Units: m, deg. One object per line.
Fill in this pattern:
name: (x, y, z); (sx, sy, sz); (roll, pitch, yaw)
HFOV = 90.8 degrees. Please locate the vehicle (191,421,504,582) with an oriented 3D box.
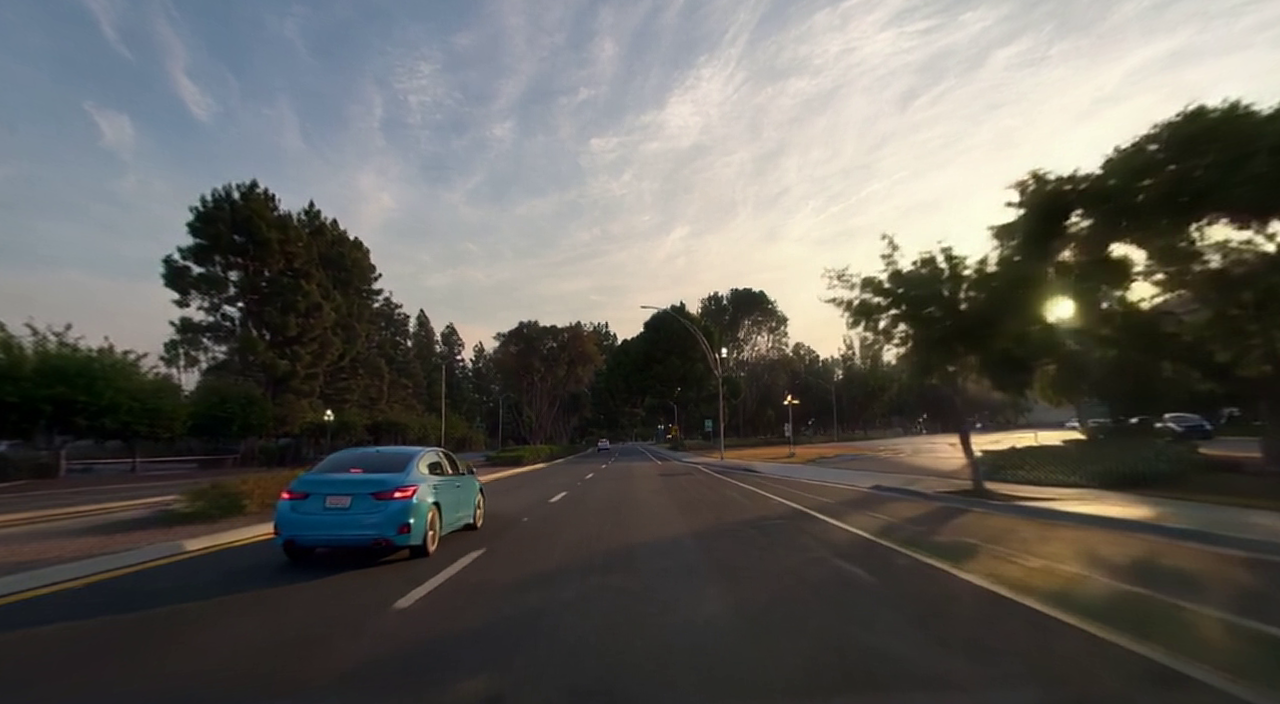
vehicle: (-3.159, 1.688, 7.962); (1.964, 1.472, 4.078); (0, -8, 0)

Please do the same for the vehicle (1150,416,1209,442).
vehicle: (31.240, 4.437, 36.695); (1.690, 1.378, 3.826); (-6, -8, 27)
